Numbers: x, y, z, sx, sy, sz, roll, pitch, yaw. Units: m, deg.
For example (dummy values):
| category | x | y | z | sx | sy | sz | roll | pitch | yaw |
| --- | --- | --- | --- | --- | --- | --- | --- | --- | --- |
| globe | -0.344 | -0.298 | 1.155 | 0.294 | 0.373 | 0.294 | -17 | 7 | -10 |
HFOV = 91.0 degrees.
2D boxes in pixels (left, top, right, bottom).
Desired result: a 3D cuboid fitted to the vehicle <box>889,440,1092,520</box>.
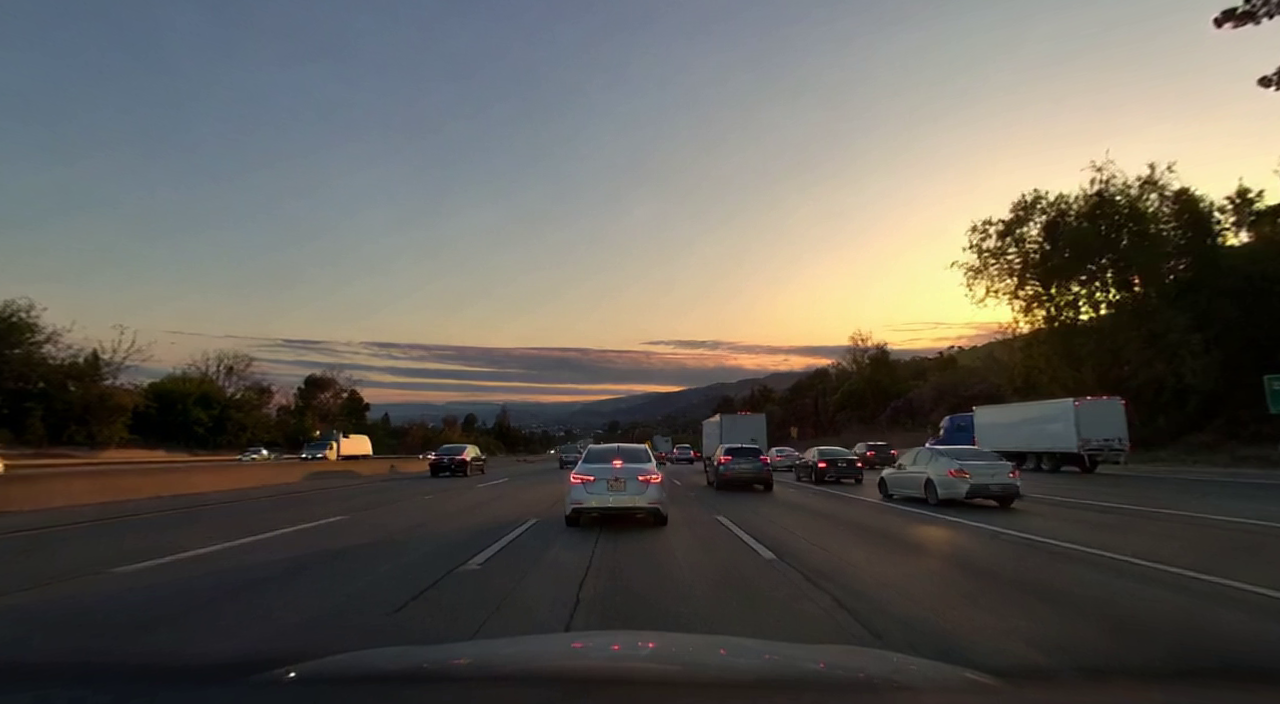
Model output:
| category | x | y | z | sx | sy | sz | roll | pitch | yaw |
| --- | --- | --- | --- | --- | --- | --- | --- | --- | --- |
| vehicle | 7.636 | 2.810 | 14.391 | 2.021 | 1.505 | 4.480 | 0 | -9 | -1 |

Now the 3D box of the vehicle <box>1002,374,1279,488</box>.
| category | x | y | z | sx | sy | sz | roll | pitch | yaw |
| --- | --- | --- | --- | --- | --- | --- | --- | --- | --- |
| vehicle | 21.401 | 3.608 | 27.831 | 2.970 | 4.079 | 10.086 | 3 | -9 | -14 |

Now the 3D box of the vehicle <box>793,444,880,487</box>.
| category | x | y | z | sx | sy | sz | roll | pitch | yaw |
| --- | --- | --- | --- | --- | --- | --- | --- | --- | --- |
| vehicle | 7.446 | 4.315 | 24.311 | 1.942 | 1.482 | 4.250 | 0 | -9 | -1 |

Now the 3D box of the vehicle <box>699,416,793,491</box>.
| category | x | y | z | sx | sy | sz | roll | pitch | yaw |
| --- | --- | --- | --- | --- | --- | --- | --- | --- | --- |
| vehicle | 3.582 | 3.607 | 22.551 | 2.440 | 2.313 | 5.266 | 0 | -9 | 0 |

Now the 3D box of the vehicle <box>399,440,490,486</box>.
| category | x | y | z | sx | sy | sz | roll | pitch | yaw |
| --- | --- | --- | --- | --- | --- | --- | --- | --- | --- |
| vehicle | -7.325 | 4.213 | 24.145 | 2.010 | 1.557 | 4.449 | 0 | -9 | 1 |

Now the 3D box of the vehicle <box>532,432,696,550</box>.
| category | x | y | z | sx | sy | sz | roll | pitch | yaw |
| --- | --- | --- | --- | --- | --- | --- | --- | --- | --- |
| vehicle | -0.328 | 2.128 | 10.287 | 2.132 | 1.499 | 4.038 | 0 | -9 | 0 |
